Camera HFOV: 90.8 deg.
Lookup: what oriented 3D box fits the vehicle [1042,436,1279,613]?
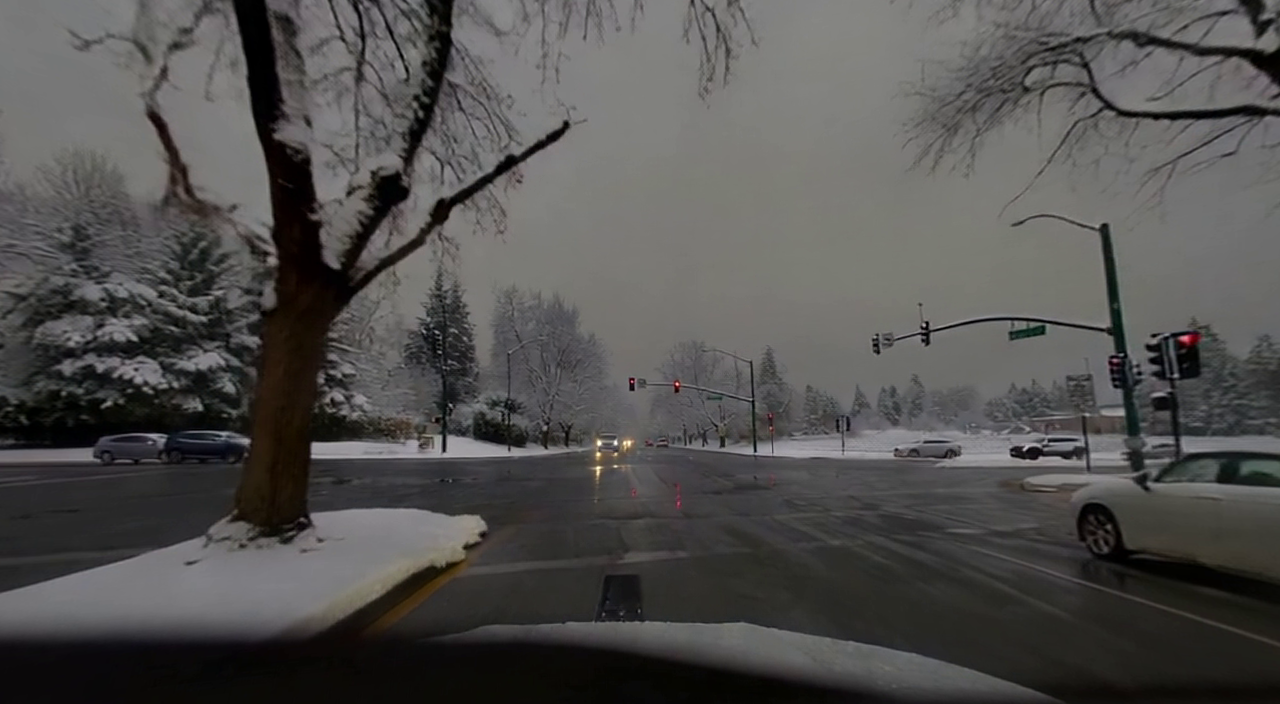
[{"bbox_3d":[6.085,1.523,5.946,1.815,1.417,4.125,0,-9,-1],"label":"vehicle"}]

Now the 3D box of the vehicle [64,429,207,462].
[{"bbox_3d":[-24.173,4.508,30.469,4.912,1.485,1.922,2,-9,-15],"label":"vehicle"}]

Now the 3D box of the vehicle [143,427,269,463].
[{"bbox_3d":[-19.911,4.290,29.204,4.331,1.544,1.896,2,-9,-17],"label":"vehicle"}]

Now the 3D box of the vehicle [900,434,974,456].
[{"bbox_3d":[21.029,6.599,44.697,4.516,1.468,1.962,3,-9,-18],"label":"vehicle"}]
